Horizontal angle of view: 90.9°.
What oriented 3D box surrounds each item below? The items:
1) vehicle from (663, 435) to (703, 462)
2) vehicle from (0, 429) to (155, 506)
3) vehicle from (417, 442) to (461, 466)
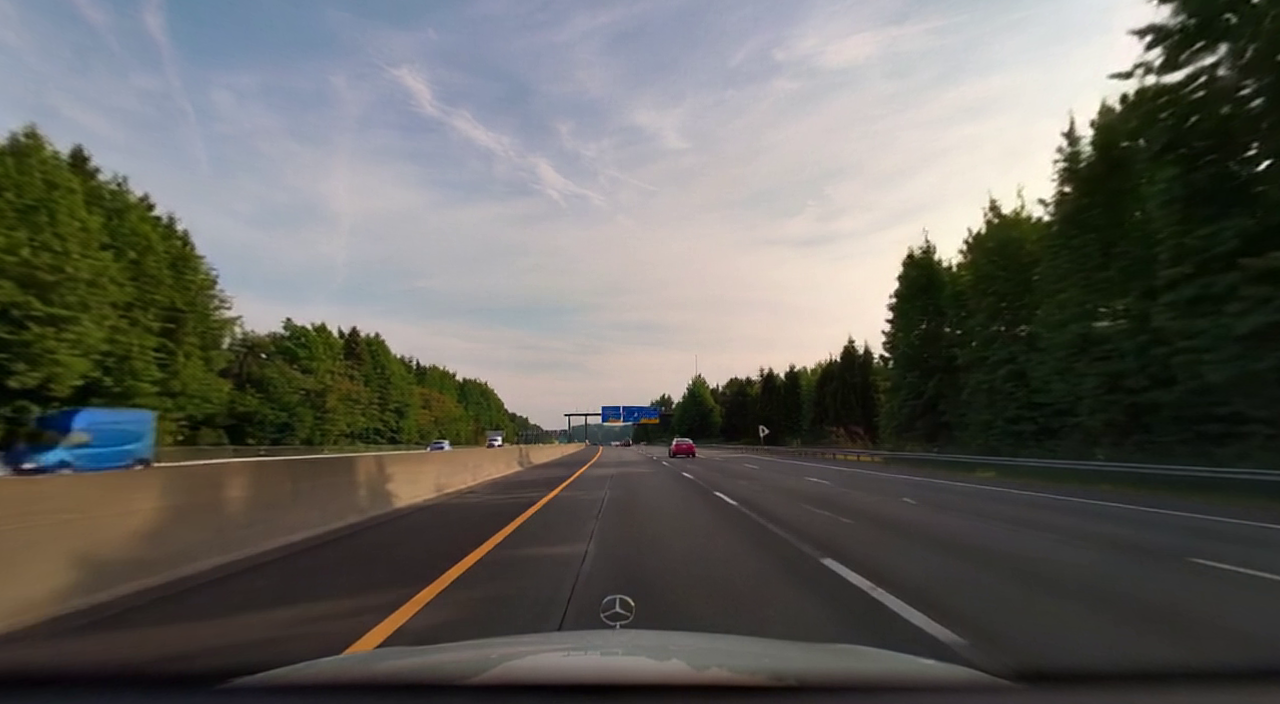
[{"bbox_3d":[2.567,5.860,38.526,1.958,1.526,4.227,1,-8,-3],"label":"vehicle"},{"bbox_3d":[-16.686,3.289,18.459,1.982,2.008,3.697,0,-8,-2],"label":"vehicle"},{"bbox_3d":[-13.795,7.006,43.453,1.820,1.509,3.968,0,-8,-2],"label":"vehicle"}]
